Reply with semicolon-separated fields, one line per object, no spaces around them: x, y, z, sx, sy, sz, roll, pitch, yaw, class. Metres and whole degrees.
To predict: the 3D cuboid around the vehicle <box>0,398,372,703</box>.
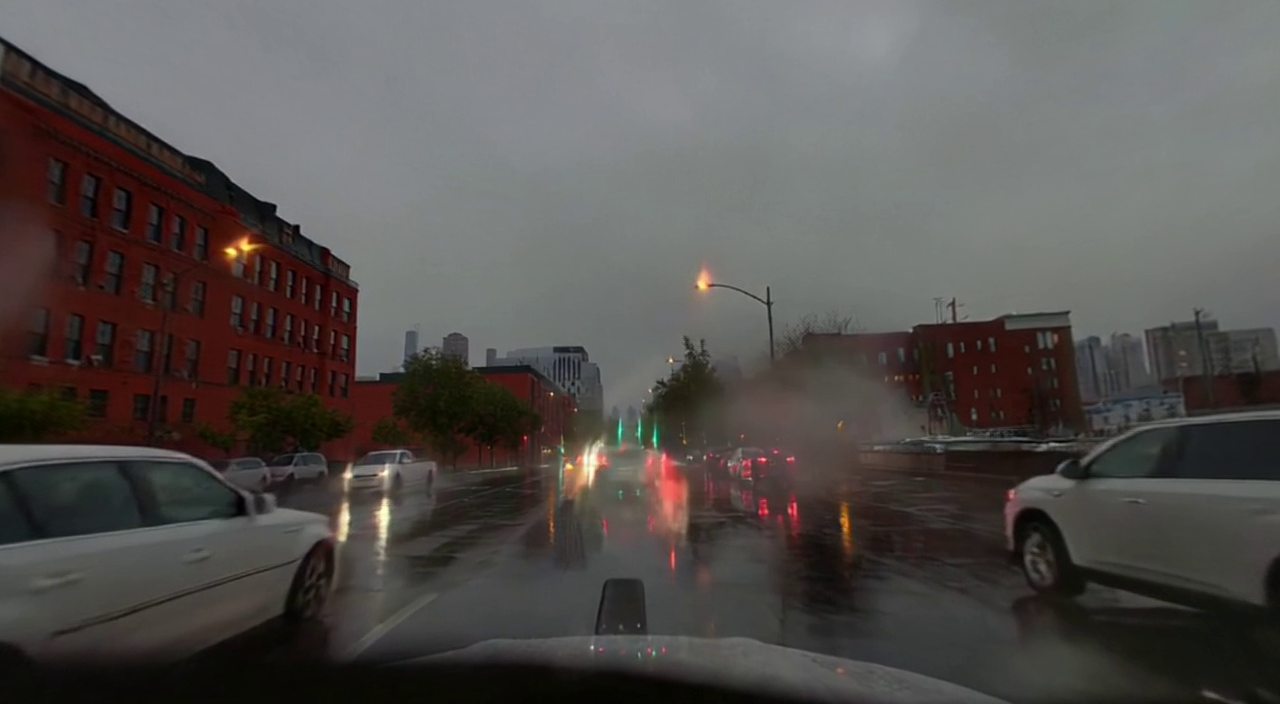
-3.437;1.082;3.277;1.934;1.548;4.635;0;-9;1;vehicle

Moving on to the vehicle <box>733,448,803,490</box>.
4.967;4.579;25.043;1.832;1.491;4.054;1;-9;-2;vehicle

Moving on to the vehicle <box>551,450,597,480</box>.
-3.575;6.209;34.915;1.972;1.560;4.066;0;-9;2;vehicle

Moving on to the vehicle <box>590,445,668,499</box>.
-0.330;3.761;20.193;2.230;1.518;4.113;0;-9;-1;vehicle

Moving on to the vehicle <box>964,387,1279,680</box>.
4.855;1.232;4.704;2.123;1.736;4.795;1;-9;-3;vehicle

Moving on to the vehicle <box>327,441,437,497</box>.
-9.625;4.367;24.012;2.152;1.890;4.804;0;-9;0;vehicle
